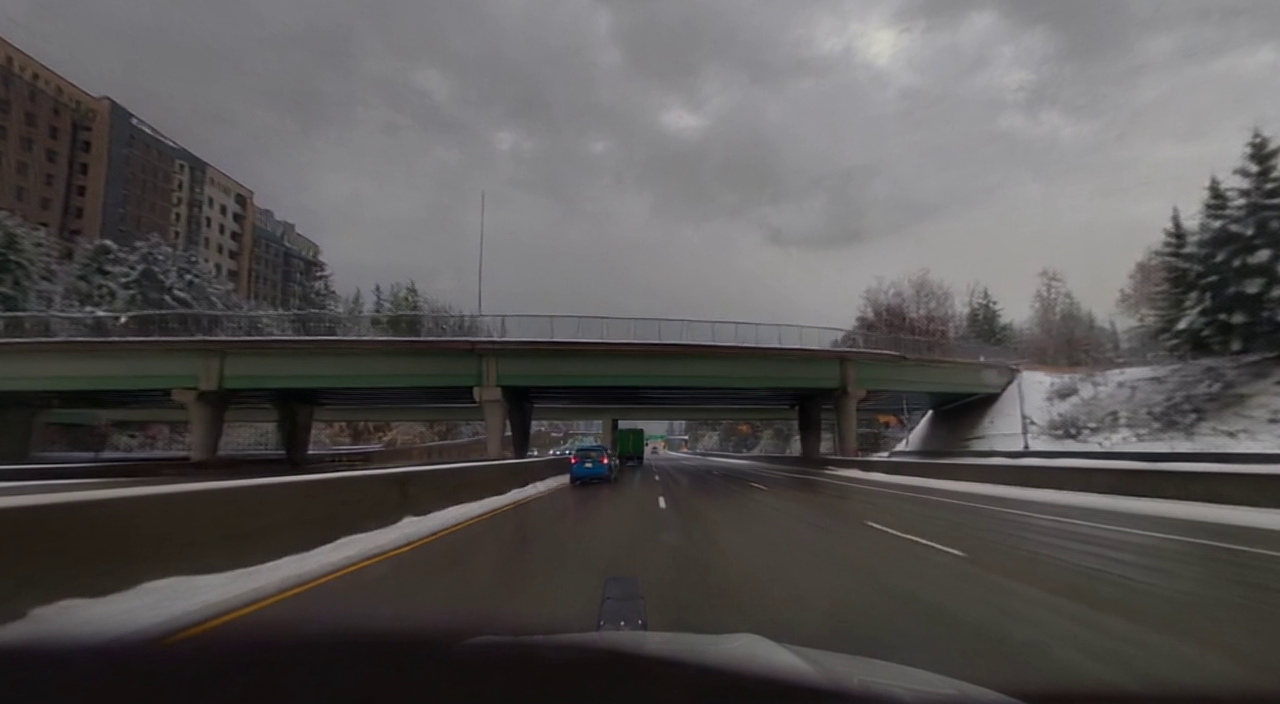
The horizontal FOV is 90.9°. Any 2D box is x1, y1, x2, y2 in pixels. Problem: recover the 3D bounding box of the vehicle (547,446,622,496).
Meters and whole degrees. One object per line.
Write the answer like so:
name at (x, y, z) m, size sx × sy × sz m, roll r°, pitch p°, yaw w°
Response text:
vehicle at (-1.746, 3.981, 21.426) m, size 2.039 × 1.478 × 4.483 m, roll 0°, pitch -9°, yaw 2°
